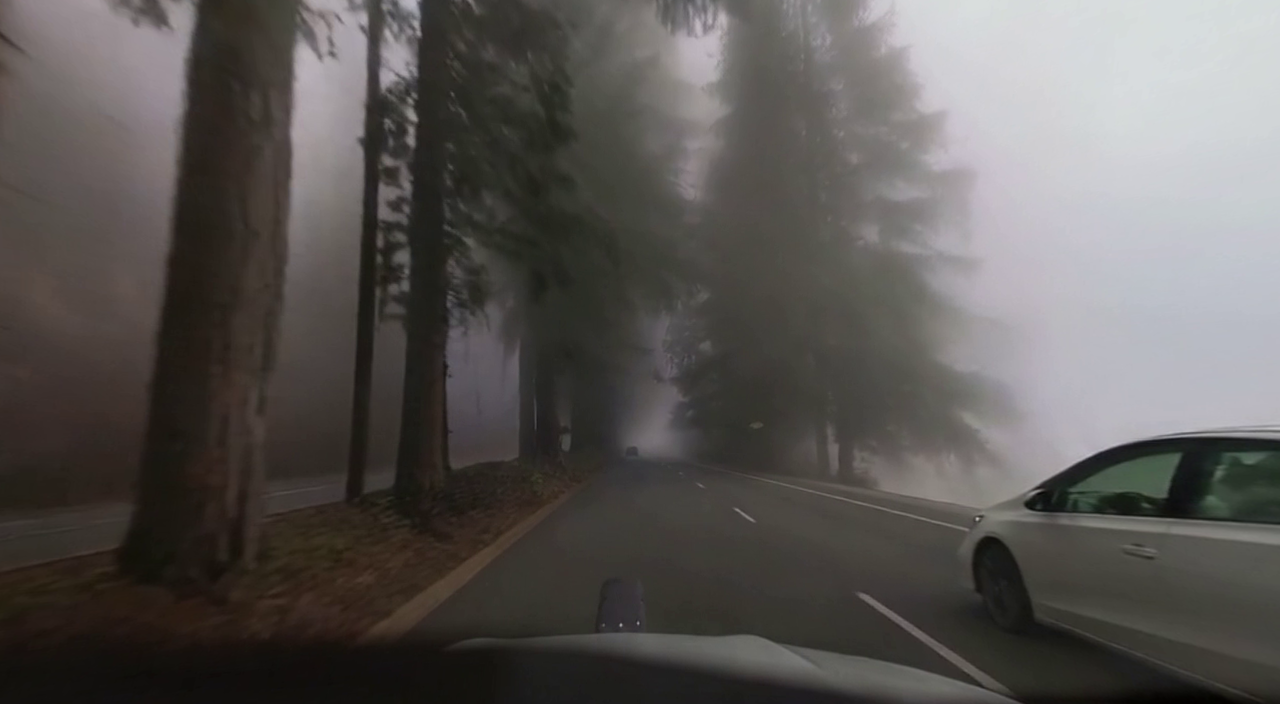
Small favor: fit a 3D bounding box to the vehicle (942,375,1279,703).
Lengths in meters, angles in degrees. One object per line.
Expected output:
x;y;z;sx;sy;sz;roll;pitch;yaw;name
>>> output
3.644;0.970;3.111;2.060;1.584;4.592;0;-9;0;vehicle
